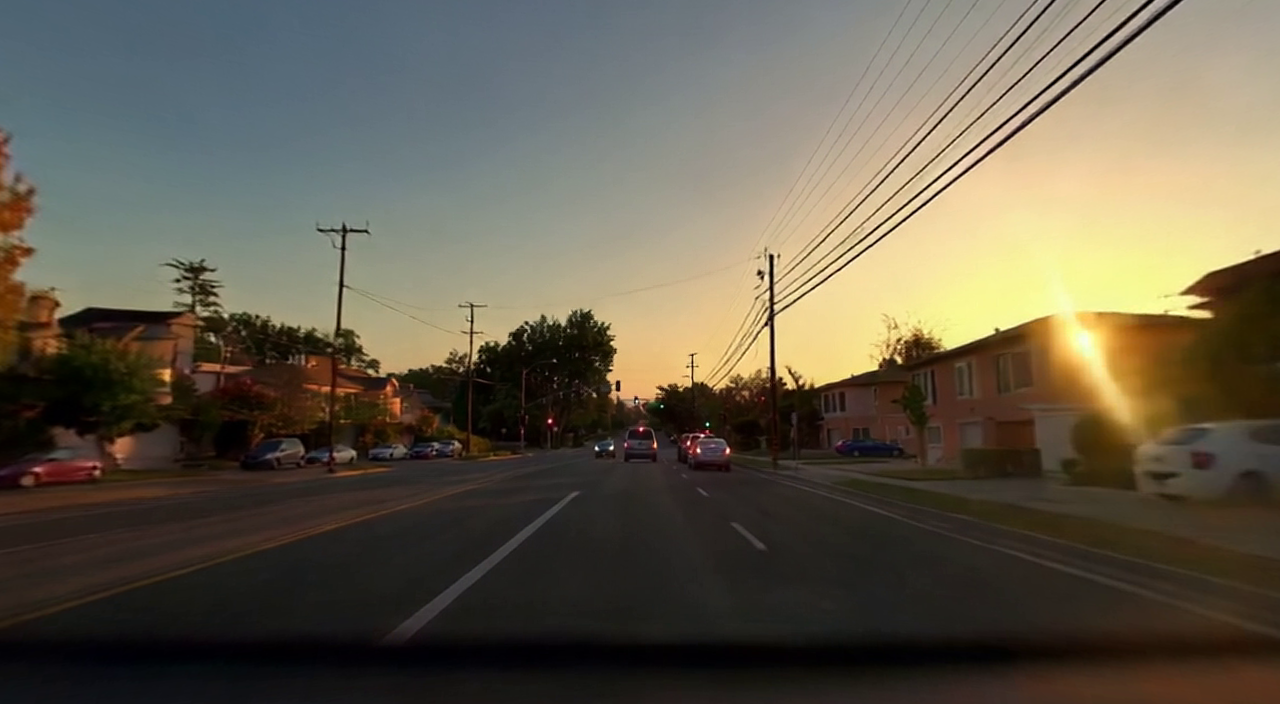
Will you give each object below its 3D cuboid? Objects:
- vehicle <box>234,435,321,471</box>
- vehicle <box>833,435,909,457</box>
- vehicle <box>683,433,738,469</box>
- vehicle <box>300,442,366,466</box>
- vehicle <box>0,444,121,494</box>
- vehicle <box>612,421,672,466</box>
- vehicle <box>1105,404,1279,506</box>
[{"bbox_3d":[-20.126,5.605,35.237,2.046,1.874,4.448,0,-8,2],"label":"vehicle"},{"bbox_3d":[16.483,6.744,45.192,4.671,1.495,1.900,0,-8,3],"label":"vehicle"},{"bbox_3d":[3.148,4.541,28.944,2.002,1.511,4.124,0,-8,0],"label":"vehicle"},{"bbox_3d":[-19.875,6.596,41.019,1.866,1.471,4.770,0,-8,1],"label":"vehicle"},{"bbox_3d":[-20.489,3.880,21.311,1.865,1.506,4.706,0,-8,0],"label":"vehicle"},{"bbox_3d":[0.110,4.643,32.037,2.769,2.087,5.130,0,-8,0],"label":"vehicle"},{"bbox_3d":[12.557,2.093,12.917,4.412,1.878,2.048,1,-8,-1],"label":"vehicle"}]
